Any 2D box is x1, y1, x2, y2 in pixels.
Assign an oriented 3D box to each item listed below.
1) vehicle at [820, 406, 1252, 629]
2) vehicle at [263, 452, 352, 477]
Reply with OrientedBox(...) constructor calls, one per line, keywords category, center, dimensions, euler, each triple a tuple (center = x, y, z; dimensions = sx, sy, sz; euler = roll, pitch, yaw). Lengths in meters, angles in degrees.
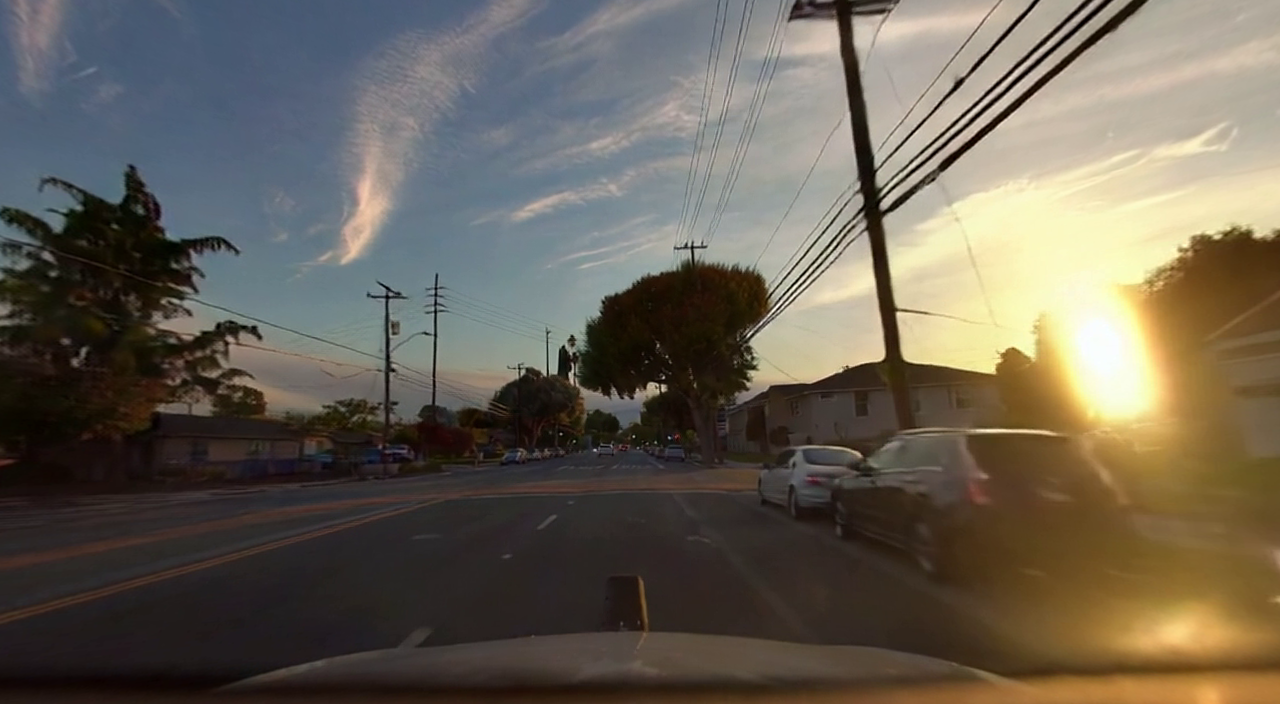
OrientedBox(category="vehicle", center=(3.721, 1.623, 7.205), dimensions=(1.948, 1.713, 4.479), euler=(0, -9, -1))
OrientedBox(category="vehicle", center=(-21.882, 7.413, 41.680), dimensions=(4.728, 1.536, 2.006), euler=(0, -9, 0))
